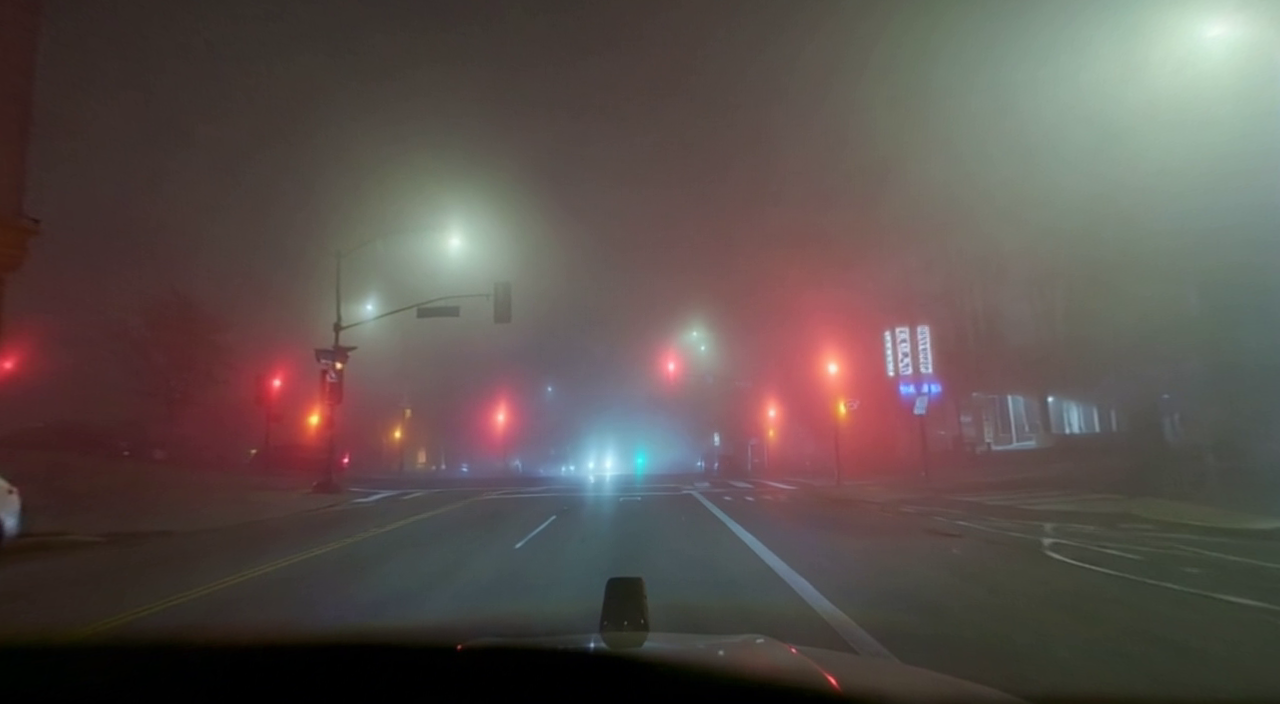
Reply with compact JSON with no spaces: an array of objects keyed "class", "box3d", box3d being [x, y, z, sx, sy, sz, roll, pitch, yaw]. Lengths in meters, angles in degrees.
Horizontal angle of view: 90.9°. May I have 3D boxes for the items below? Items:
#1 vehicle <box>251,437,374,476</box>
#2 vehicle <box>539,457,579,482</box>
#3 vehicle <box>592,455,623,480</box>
[{"class":"vehicle","box3d":[-17.657,5.640,34.177,5.376,1.994,2.196,0,-8,2]},{"class":"vehicle","box3d":[-5.825,8.493,45.885,2.167,1.643,4.518,-1,-8,2]},{"class":"vehicle","box3d":[-2.337,8.359,45.875,1.981,1.625,4.399,0,-8,1]}]
